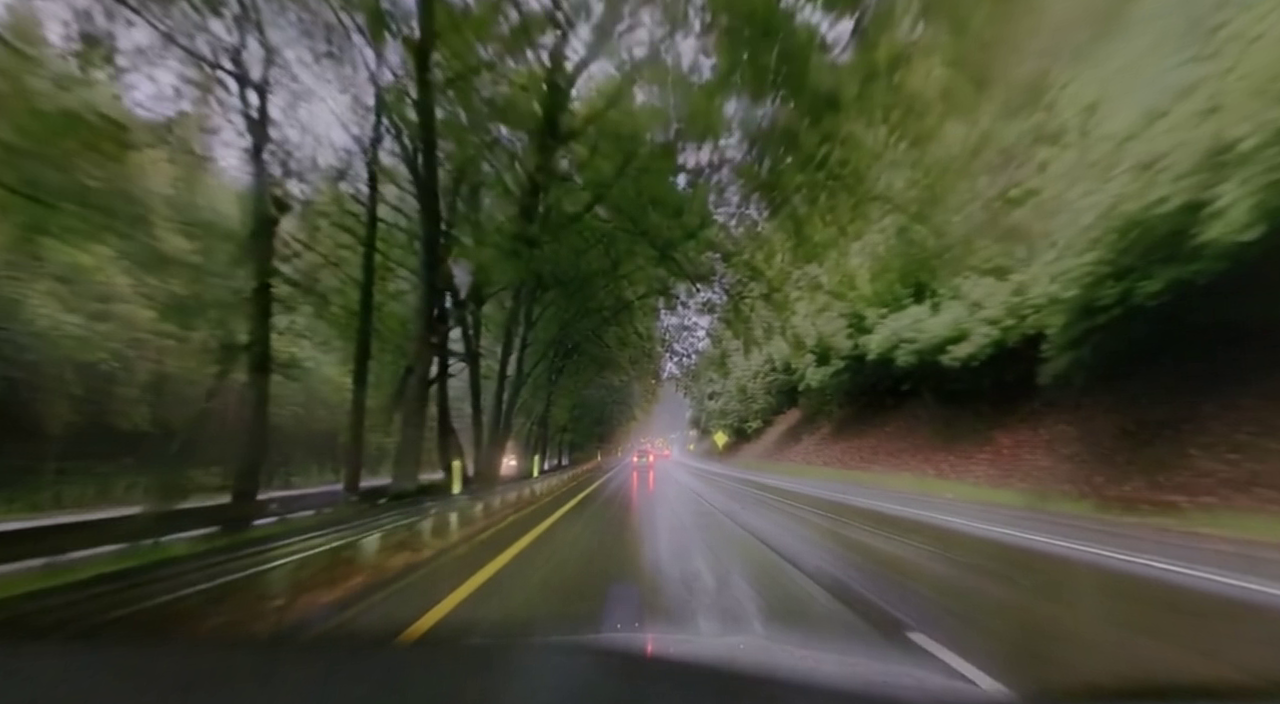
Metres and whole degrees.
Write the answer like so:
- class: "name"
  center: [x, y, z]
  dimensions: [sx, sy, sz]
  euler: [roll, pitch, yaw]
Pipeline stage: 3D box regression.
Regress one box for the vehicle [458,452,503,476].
- class: "vehicle"
  center: [-11.914, 8.412, 47.285]
  dimensions: [2.244, 1.653, 4.539]
  euler: [-1, -9, 0]
